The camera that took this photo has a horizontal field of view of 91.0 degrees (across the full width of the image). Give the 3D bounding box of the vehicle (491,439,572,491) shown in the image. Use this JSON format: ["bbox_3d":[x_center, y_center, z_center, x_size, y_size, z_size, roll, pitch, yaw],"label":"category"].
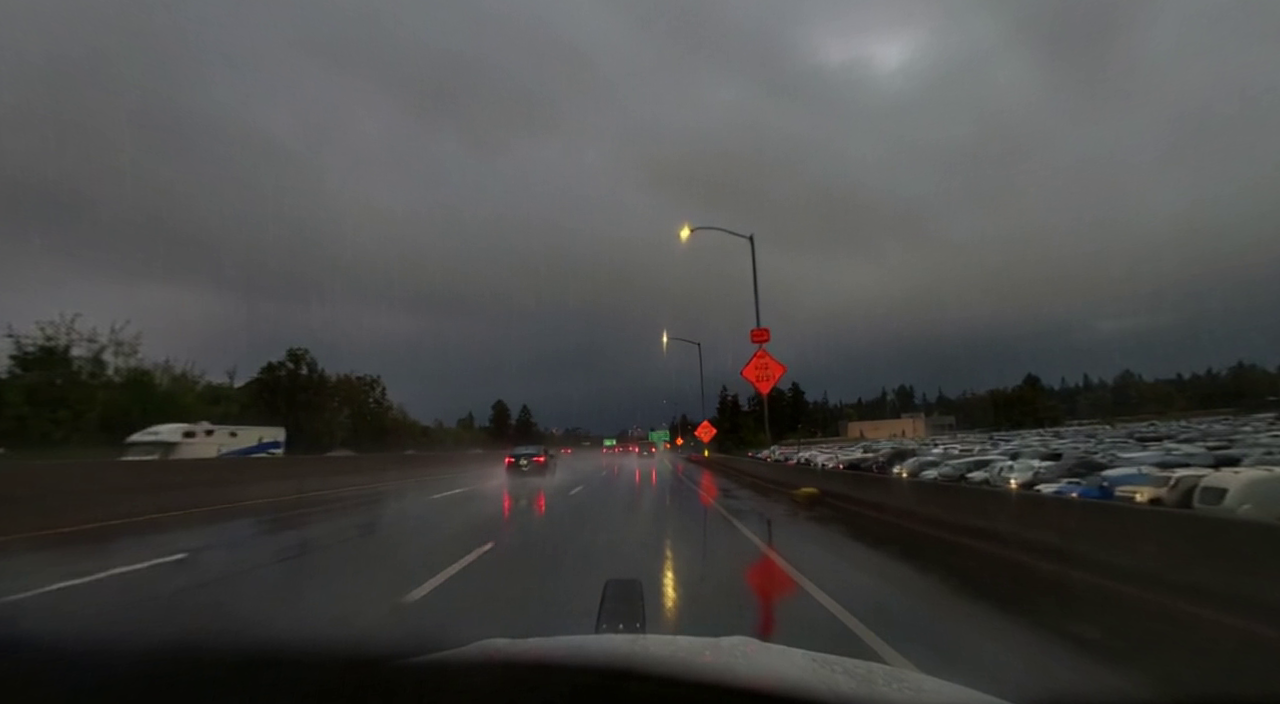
[{"bbox_3d":[-3.836,4.068,23.001,2.070,1.665,4.213,0,-9,2],"label":"vehicle"}]

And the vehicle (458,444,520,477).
[{"bbox_3d":[-7.504,5.436,31.756,1.991,1.538,4.360,0,-9,1],"label":"vehicle"}]

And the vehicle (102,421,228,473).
[{"bbox_3d":[-36.479,7.333,48.902,3.141,3.592,8.343,1,-8,0],"label":"vehicle"}]
